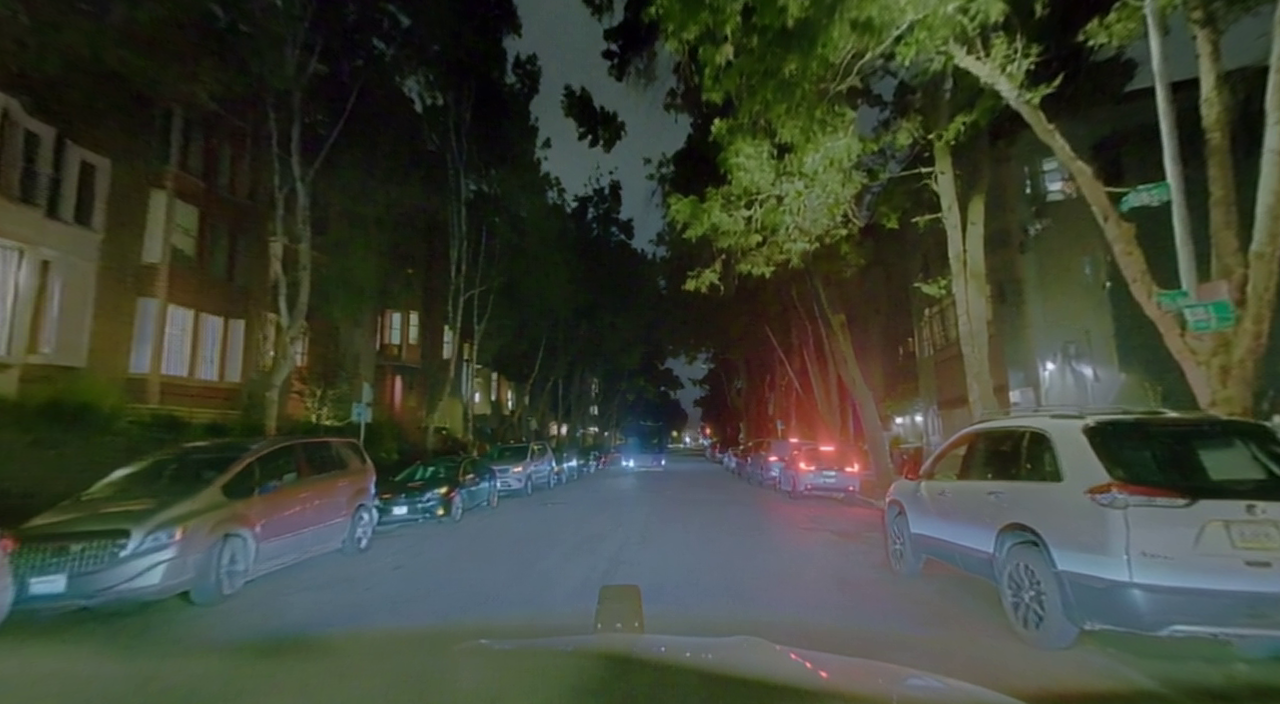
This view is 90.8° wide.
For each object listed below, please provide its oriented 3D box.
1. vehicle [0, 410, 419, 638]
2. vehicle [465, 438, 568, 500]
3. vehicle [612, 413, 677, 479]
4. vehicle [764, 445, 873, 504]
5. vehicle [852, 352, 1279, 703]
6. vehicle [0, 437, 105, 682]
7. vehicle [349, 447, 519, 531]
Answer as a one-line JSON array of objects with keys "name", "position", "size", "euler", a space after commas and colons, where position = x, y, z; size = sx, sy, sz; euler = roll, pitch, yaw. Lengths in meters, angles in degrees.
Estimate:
[{"name": "vehicle", "position": [-4.749, 1.757, 7.673], "size": [2.203, 1.815, 4.972], "euler": [0, -8, 1]}, {"name": "vehicle", "position": [-3.877, 3.776, 20.965], "size": [2.002, 1.781, 5.380], "euler": [-1, -8, 4]}, {"name": "vehicle", "position": [0.396, 4.695, 31.639], "size": [2.716, 2.887, 6.781], "euler": [-1, -8, 5]}, {"name": "vehicle", "position": [4.917, 3.404, 18.047], "size": [1.813, 1.468, 4.267], "euler": [0, -8, 0]}, {"name": "vehicle", "position": [3.731, 1.286, 5.585], "size": [2.182, 1.900, 4.779], "euler": [0, -8, 2]}, {"name": "vehicle", "position": [-4.974, 1.074, 2.430], "size": [1.855, 1.510, 4.406], "euler": [0, -8, 2]}, {"name": "vehicle", "position": [-4.211, 2.856, 13.899], "size": [1.861, 1.474, 4.749], "euler": [-1, -8, 4]}]
